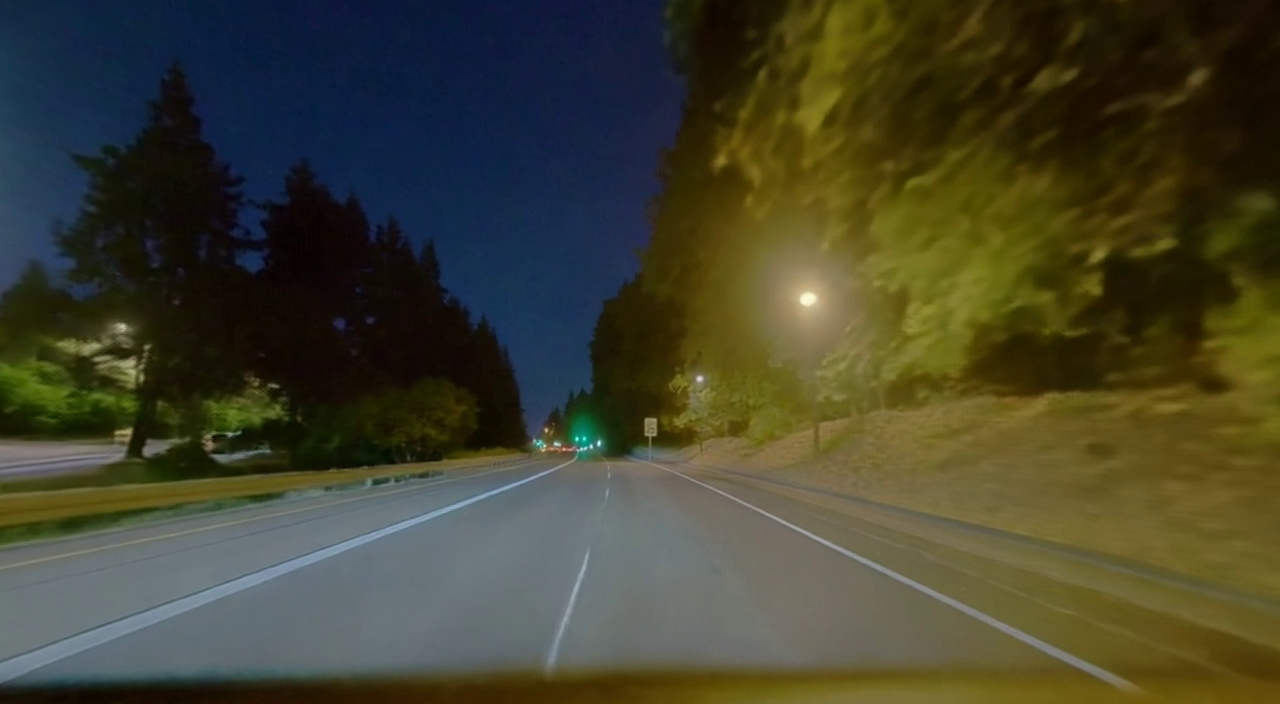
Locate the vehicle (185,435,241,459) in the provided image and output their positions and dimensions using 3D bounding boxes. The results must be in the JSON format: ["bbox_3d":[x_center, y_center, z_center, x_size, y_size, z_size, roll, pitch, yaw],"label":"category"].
[{"bbox_3d":[-28.565,6.375,41.873,3.733,1.499,1.704,-6,-10,34],"label":"vehicle"}]
